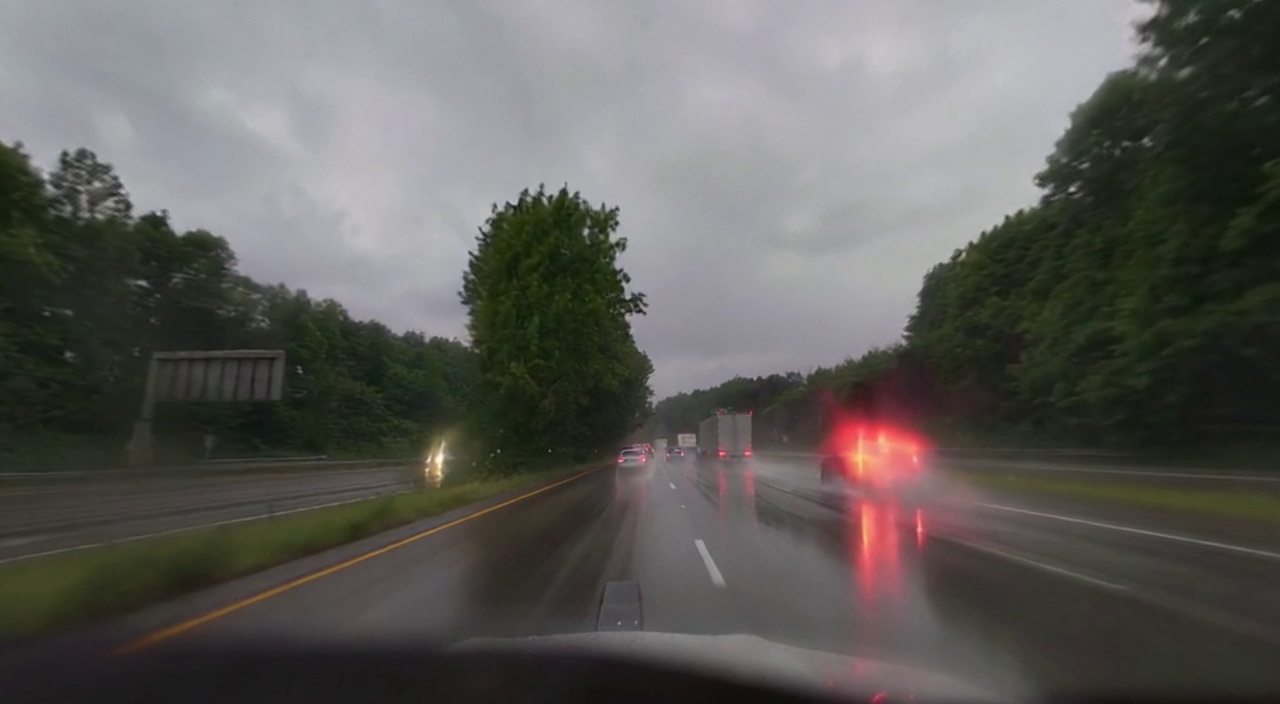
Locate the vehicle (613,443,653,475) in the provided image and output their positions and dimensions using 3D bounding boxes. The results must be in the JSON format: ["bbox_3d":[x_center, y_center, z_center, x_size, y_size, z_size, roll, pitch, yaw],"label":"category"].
[{"bbox_3d":[-0.344,6.113,36.165,2.114,1.706,4.106,0,-9,1],"label":"vehicle"}]

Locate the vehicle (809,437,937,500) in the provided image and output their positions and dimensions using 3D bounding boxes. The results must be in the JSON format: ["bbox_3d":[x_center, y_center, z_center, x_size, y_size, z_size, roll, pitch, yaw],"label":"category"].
[{"bbox_3d":[6.755,3.422,18.872,2.011,1.638,4.737,0,-9,0],"label":"vehicle"}]
